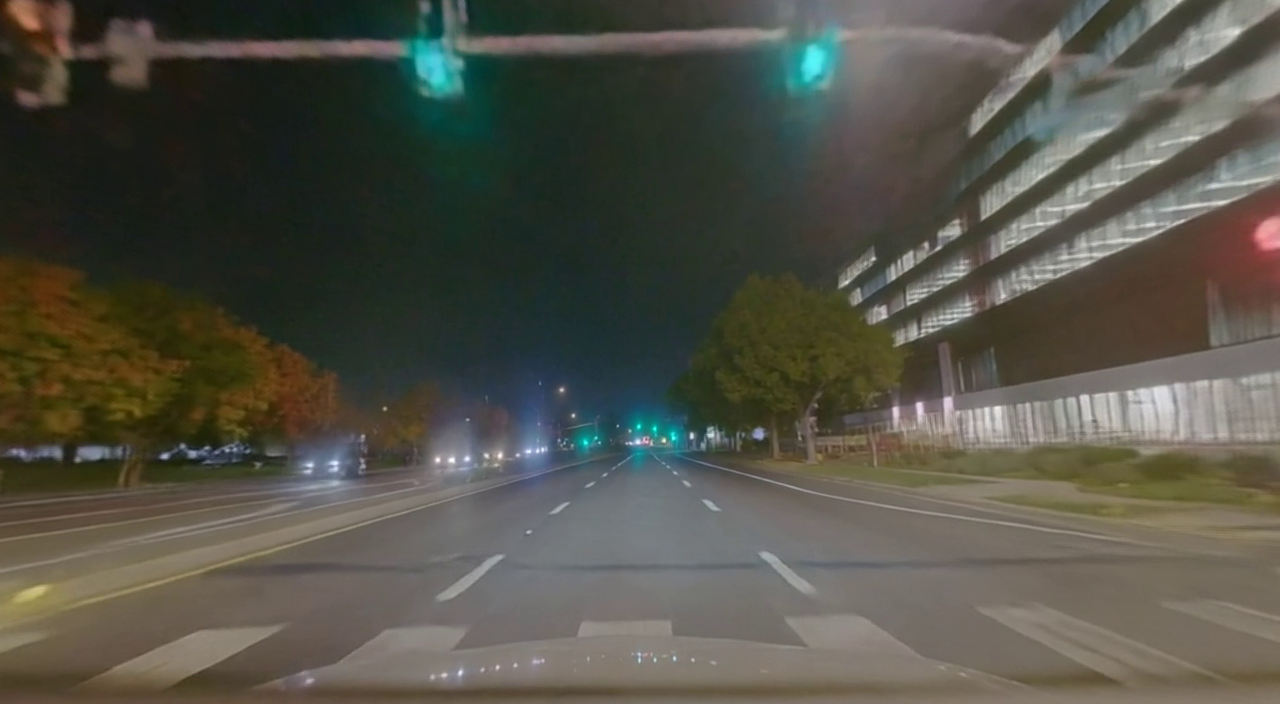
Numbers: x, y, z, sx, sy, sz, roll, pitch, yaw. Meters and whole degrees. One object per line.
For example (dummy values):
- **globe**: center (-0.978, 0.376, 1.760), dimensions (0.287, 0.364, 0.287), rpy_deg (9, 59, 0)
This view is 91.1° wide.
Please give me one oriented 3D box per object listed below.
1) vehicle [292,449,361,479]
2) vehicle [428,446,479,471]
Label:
- **vehicle**: center (-18.091, 6.456, 36.495), dimensions (1.816, 1.527, 4.226), rpy_deg (0, -8, 0)
- **vehicle**: center (-11.547, 6.598, 39.131), dimensions (1.712, 1.459, 4.614), rpy_deg (-1, -8, 1)
